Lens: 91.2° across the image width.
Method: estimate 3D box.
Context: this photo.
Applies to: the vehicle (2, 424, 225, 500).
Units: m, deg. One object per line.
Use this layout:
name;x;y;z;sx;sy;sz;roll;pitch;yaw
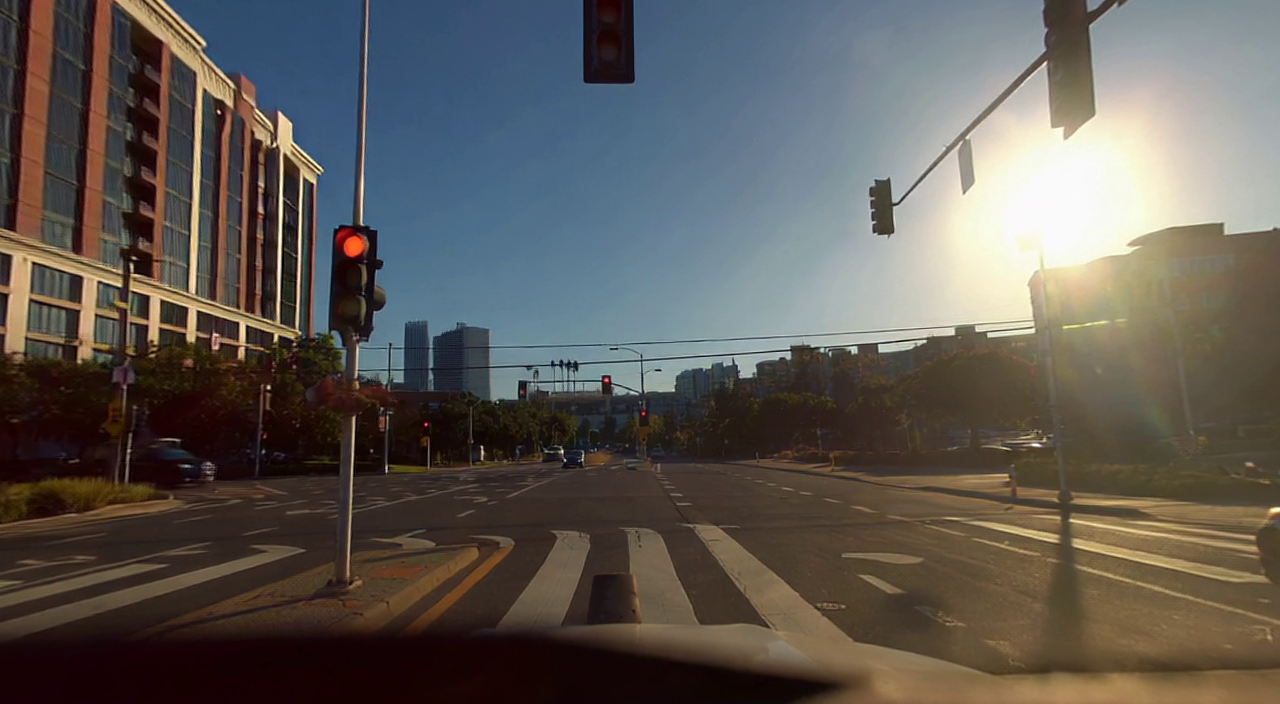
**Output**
vehicle;-22.960;4.821;27.688;7.088;3.096;2.678;0;-9;-3
